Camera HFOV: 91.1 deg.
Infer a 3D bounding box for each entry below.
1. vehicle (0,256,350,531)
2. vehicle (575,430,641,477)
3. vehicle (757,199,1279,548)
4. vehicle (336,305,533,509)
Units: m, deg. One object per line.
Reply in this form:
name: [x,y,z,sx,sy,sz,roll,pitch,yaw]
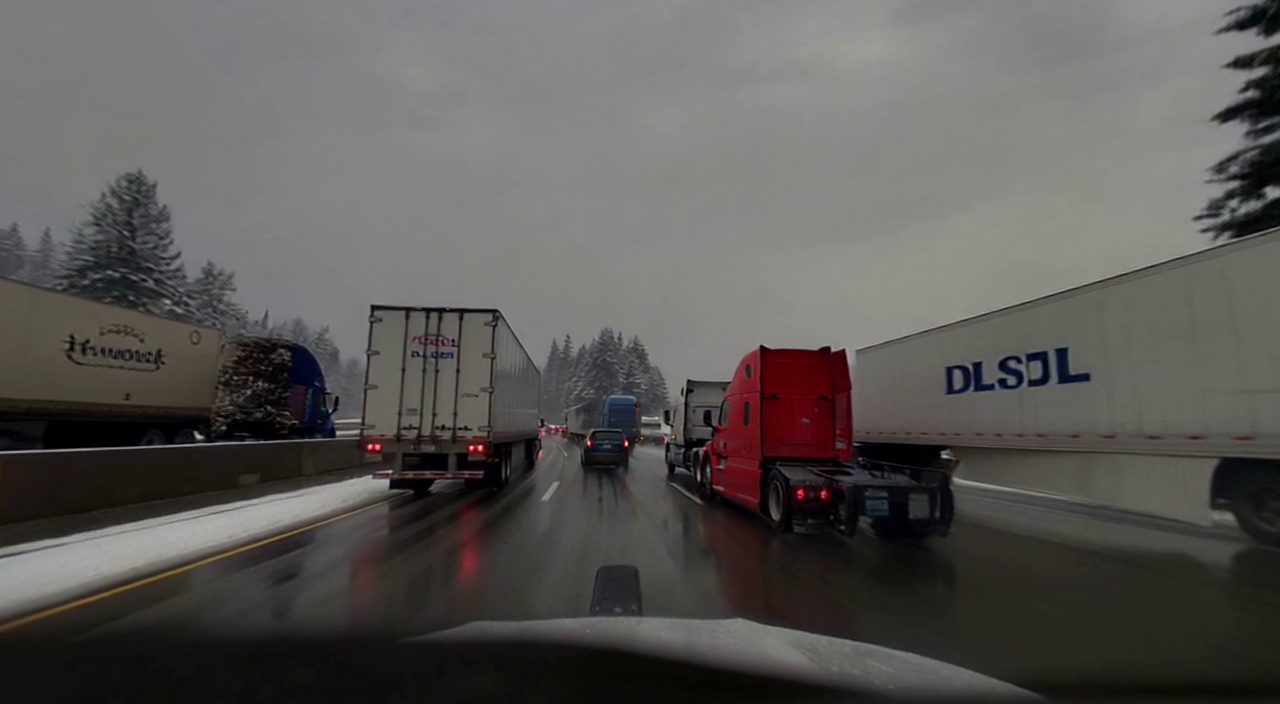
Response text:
vehicle: [-10.926,0.744,10.386,2.867,4.125,14.026,-2,-8,13]
vehicle: [-1.309,3.719,23.449,2.060,1.540,4.374,1,-8,-8]
vehicle: [7.387,0.704,10.938,2.820,4.084,13.786,4,-8,-26]
vehicle: [-4.542,1.582,16.156,2.822,3.788,8.799,1,-8,-5]
